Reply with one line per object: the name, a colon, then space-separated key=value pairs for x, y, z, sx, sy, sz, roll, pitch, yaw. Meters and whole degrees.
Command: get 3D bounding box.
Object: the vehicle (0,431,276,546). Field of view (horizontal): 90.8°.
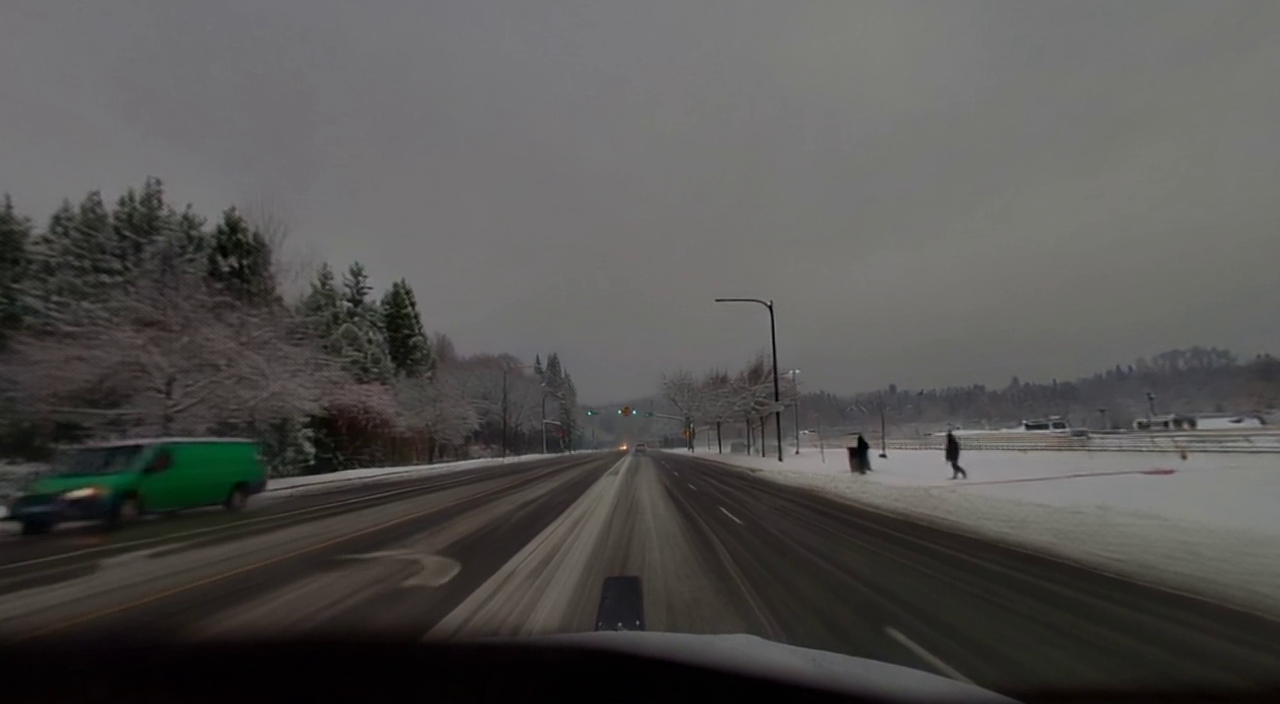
vehicle: x=-9.205 y=2.408 z=11.911 sx=2.066 sy=1.709 sz=4.509 roll=0 pitch=-8 yaw=-2
